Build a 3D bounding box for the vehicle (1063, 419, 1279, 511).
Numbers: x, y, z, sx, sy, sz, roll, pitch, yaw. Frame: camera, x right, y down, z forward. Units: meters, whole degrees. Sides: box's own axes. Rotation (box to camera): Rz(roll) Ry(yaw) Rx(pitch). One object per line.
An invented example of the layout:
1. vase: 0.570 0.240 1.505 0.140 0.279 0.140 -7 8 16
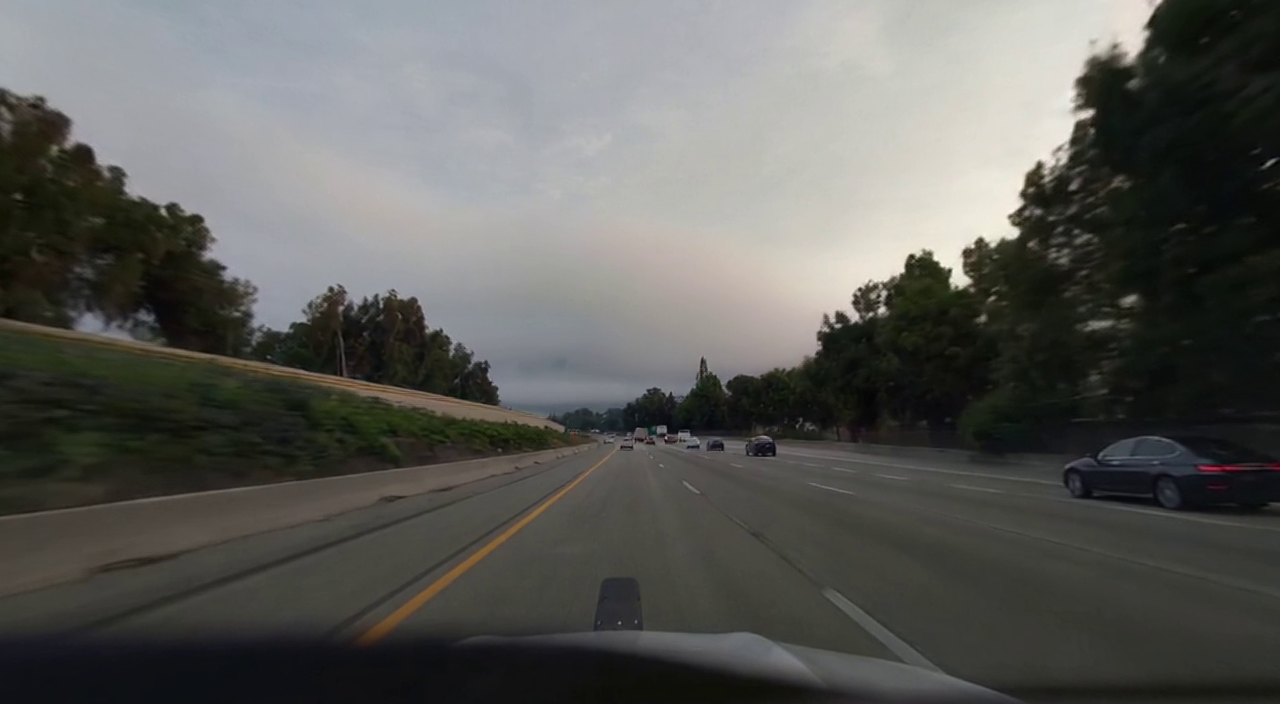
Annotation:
1. vehicle: 11.329 2.231 12.892 2.041 1.517 4.645 0 -8 -1
